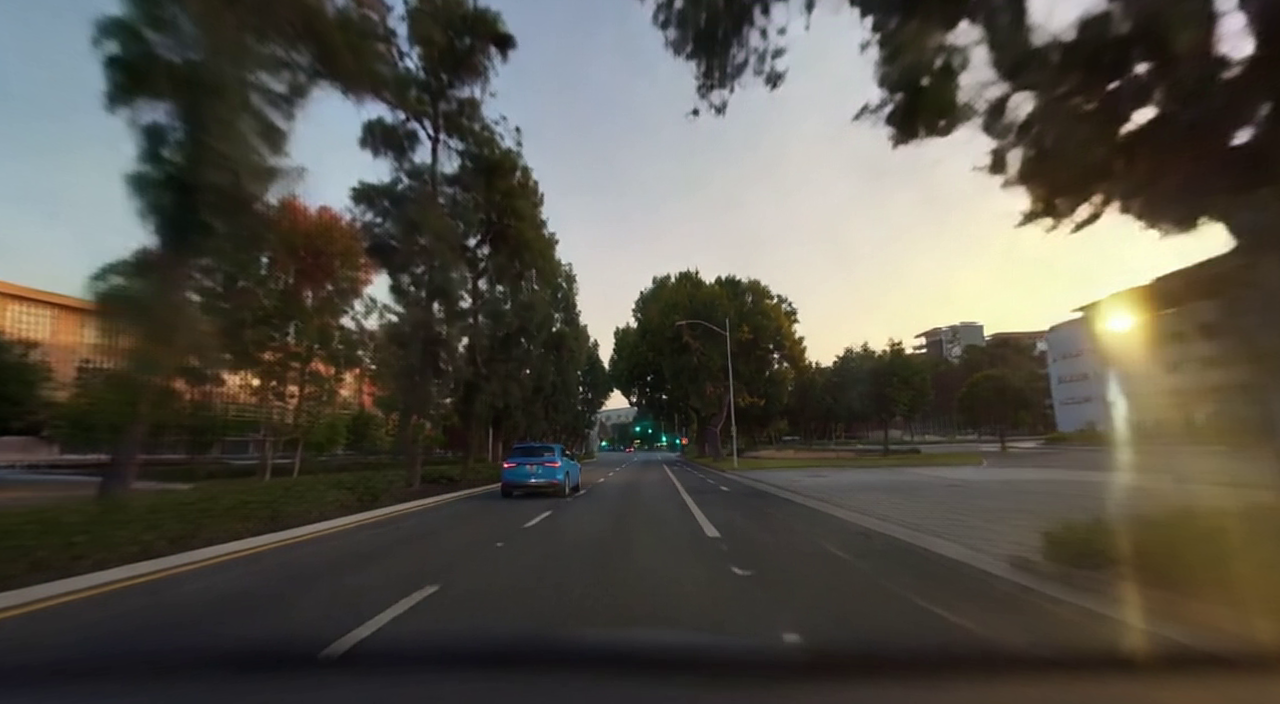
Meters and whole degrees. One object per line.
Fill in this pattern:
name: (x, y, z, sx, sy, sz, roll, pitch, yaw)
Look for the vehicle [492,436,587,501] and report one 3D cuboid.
vehicle: (-2.918, 3.500, 19.392, 2.121, 1.724, 4.392, 0, -9, 1)
